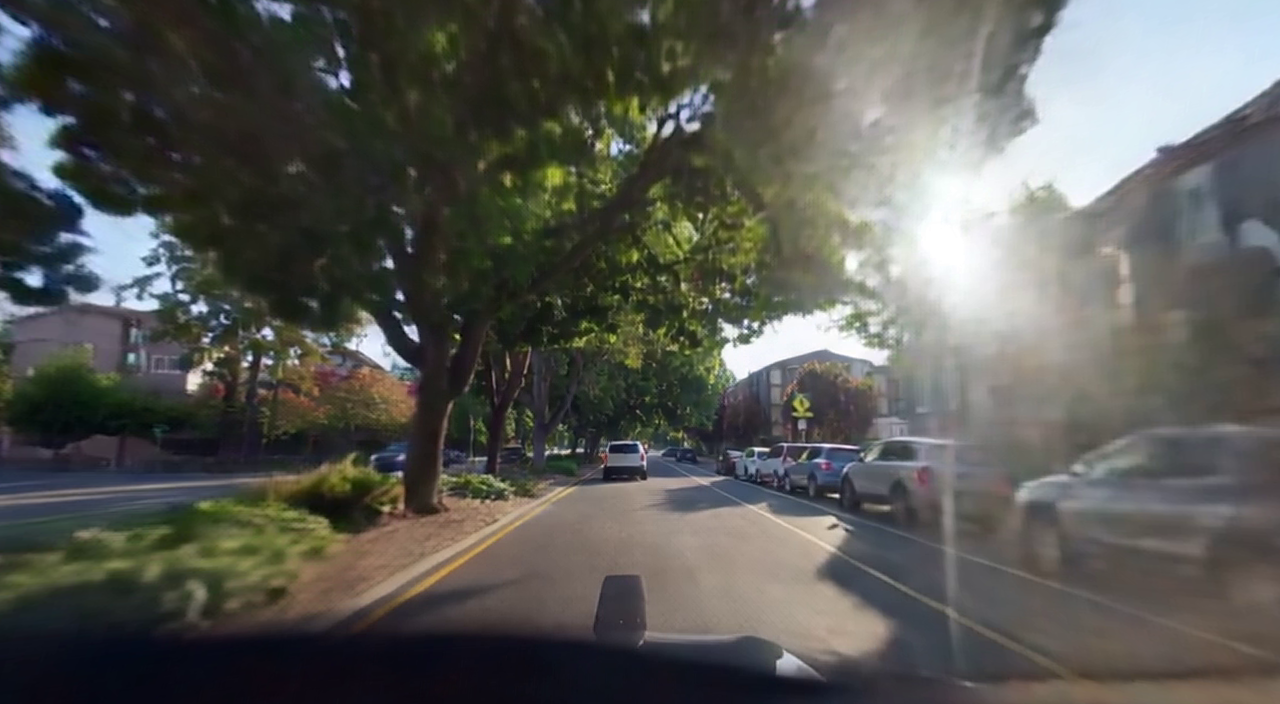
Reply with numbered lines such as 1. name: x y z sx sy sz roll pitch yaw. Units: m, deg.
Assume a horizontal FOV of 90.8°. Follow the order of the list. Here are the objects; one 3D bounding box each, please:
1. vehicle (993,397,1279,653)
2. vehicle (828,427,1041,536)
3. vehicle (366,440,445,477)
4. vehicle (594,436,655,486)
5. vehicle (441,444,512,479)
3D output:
1. vehicle: 5.614 1.433 5.831 2.026 1.822 4.520 0 -8 0
2. vehicle: 5.601 2.498 12.840 2.053 1.799 4.446 0 -8 -1
3. vehicle: -12.001 5.477 32.777 2.020 1.754 5.185 0 -8 1
4. vehicle: -0.547 4.035 23.667 2.070 1.698 3.925 0 -8 -1
5. vehicle: -7.614 5.128 29.953 2.105 1.474 4.808 0 -8 0
